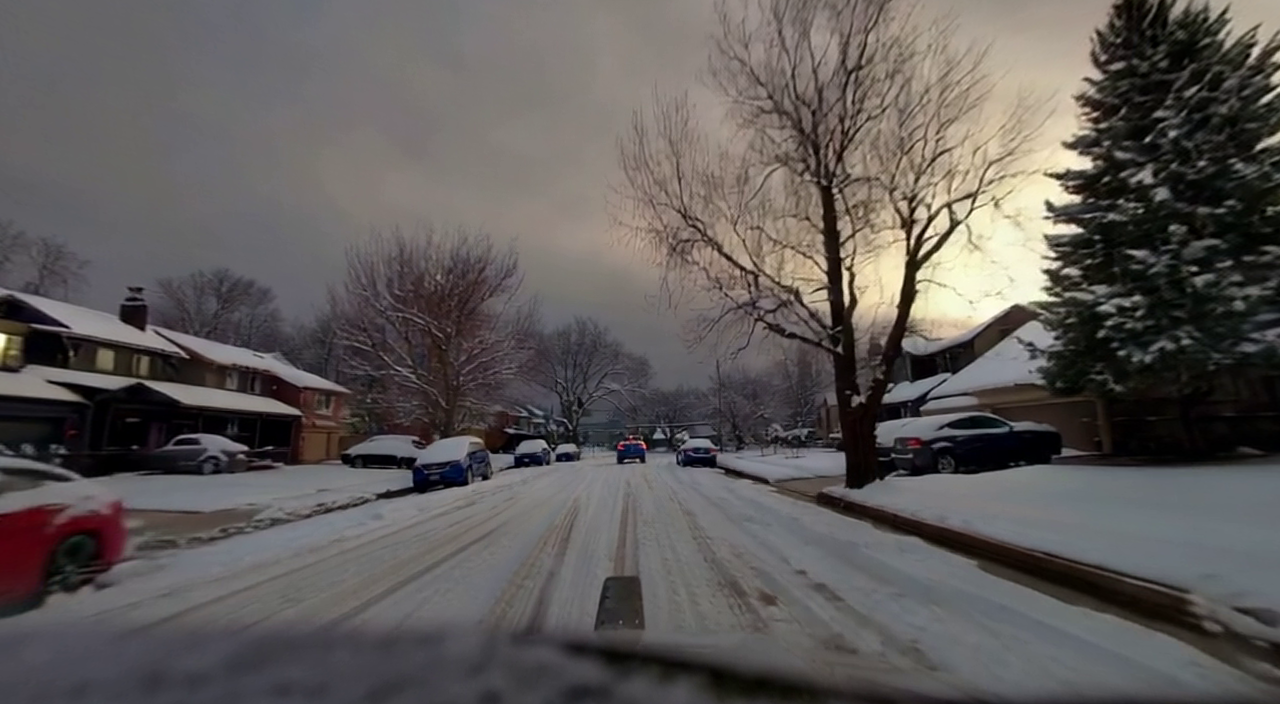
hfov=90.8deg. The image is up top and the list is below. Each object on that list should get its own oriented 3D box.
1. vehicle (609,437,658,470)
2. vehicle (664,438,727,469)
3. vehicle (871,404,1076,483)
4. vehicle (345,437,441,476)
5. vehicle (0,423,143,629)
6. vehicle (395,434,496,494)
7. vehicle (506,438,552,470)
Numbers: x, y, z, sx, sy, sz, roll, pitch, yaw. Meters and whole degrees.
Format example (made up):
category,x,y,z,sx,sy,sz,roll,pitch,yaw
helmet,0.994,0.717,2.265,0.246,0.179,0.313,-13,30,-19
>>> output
category,x,y,z,sx,sy,sz,roll,pitch,yaw
vehicle,-0.372,4.929,30.682,2.192,1.474,4.192,1,-9,-3
vehicle,2.816,5.304,33.157,2.429,1.502,4.474,1,-9,-7
vehicle,9.705,2.685,18.658,4.813,1.914,2.041,-3,-9,-5
vehicle,-13.244,5.598,34.071,4.461,1.717,1.936,-3,-6,-5
vehicle,-6.190,1.394,4.637,2.007,1.662,3.951,-2,-7,-3
vehicle,-6.722,3.872,22.465,2.254,1.773,4.795,-2,-7,-2
vehicle,-7.090,6.568,40.852,2.235,1.851,4.662,-2,-9,-1
